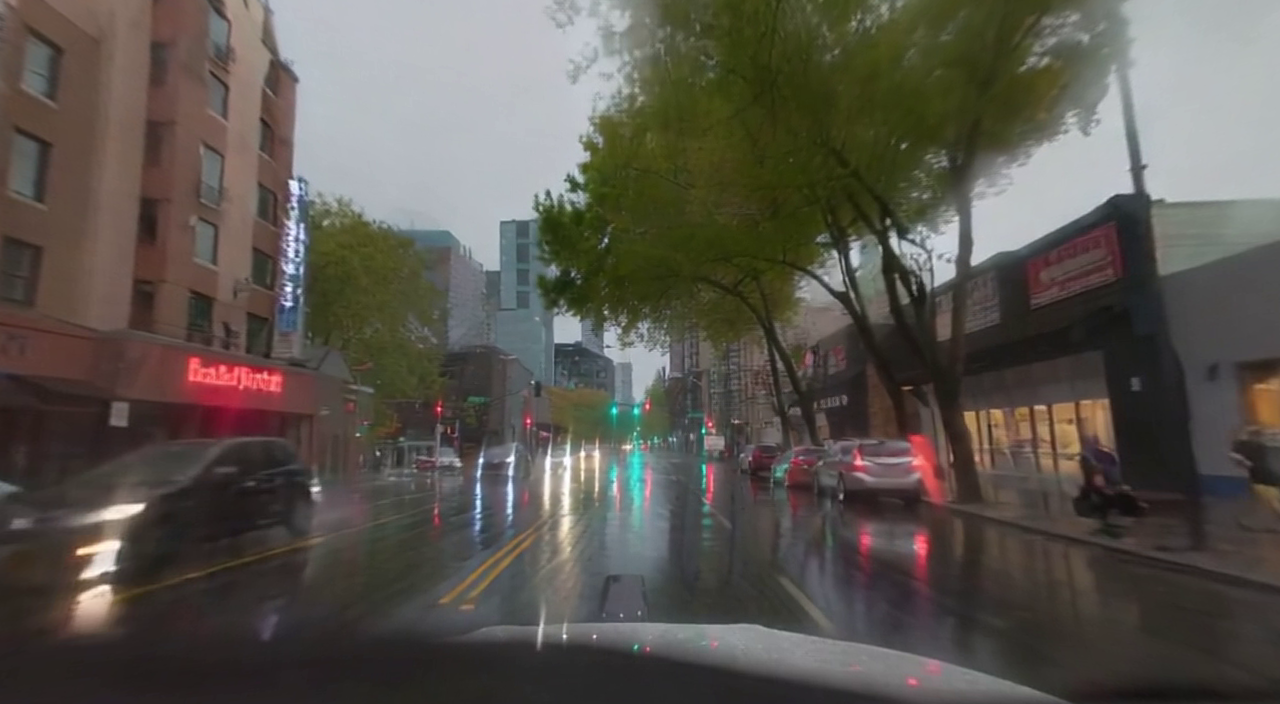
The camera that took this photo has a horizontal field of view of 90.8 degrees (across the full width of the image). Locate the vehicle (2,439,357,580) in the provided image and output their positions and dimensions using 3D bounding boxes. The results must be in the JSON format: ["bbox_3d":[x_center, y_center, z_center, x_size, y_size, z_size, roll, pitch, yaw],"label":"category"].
[{"bbox_3d":[-6.089,2.074,9.222,1.898,1.532,4.337,0,-9,0],"label":"vehicle"}]

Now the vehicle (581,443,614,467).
[{"bbox_3d":[-3.230,7.938,48.852,2.168,1.784,4.681,0,-9,1],"label":"vehicle"}]

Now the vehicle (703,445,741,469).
[{"bbox_3d":[5.754,7.408,44.776,2.011,1.603,4.395,0,-9,-1],"label":"vehicle"}]

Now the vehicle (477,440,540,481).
[{"bbox_3d":[-6.115,5.097,29.922,2.020,1.754,4.442,0,-9,0],"label":"vehicle"}]

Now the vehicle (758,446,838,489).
[{"bbox_3d":[5.877,4.327,24.108,1.834,1.454,4.410,0,-9,-1],"label":"vehicle"}]

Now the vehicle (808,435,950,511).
[{"bbox_3d":[6.070,3.099,16.720,2.047,1.720,4.353,0,-9,0],"label":"vehicle"}]

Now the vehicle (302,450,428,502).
[{"bbox_3d":[-9.001,4.072,21.231,2.191,1.472,4.684,0,-9,-1],"label":"vehicle"}]
